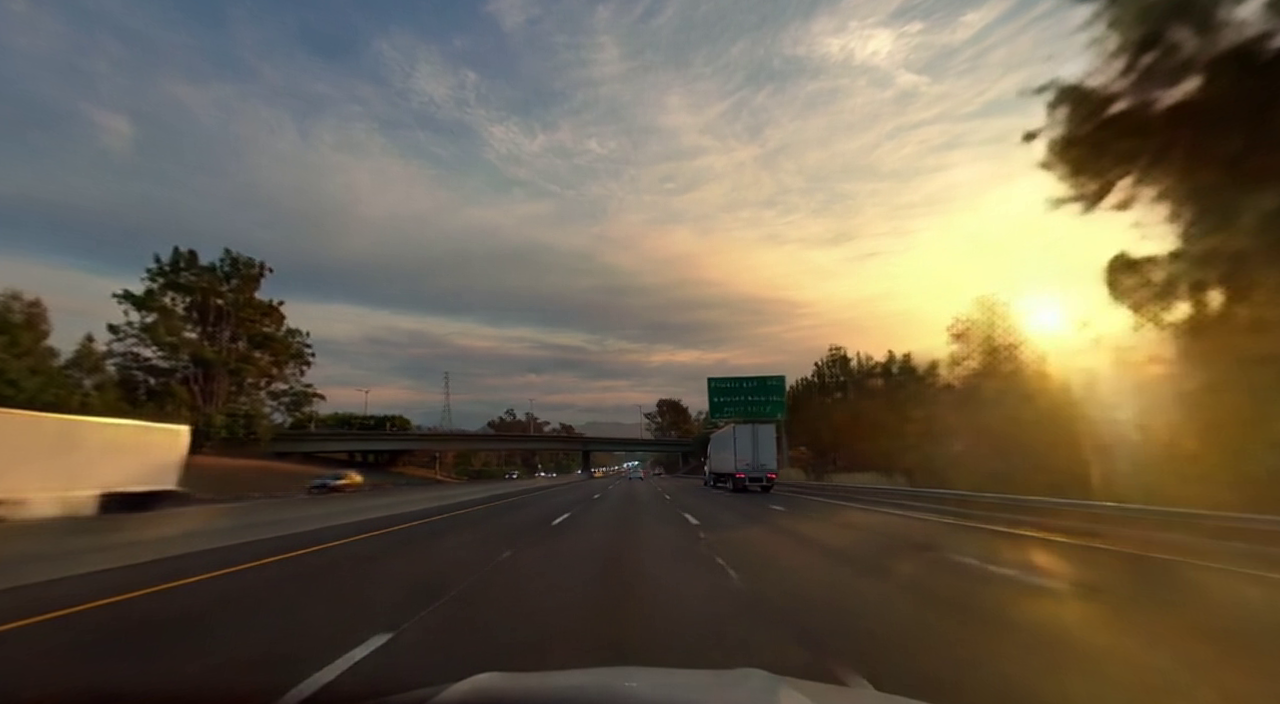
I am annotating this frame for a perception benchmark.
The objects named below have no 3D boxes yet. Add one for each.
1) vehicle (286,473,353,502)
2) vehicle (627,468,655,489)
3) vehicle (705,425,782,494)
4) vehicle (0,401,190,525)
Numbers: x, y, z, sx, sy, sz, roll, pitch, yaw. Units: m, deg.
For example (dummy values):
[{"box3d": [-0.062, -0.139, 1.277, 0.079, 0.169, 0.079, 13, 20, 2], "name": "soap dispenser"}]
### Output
[{"box3d": [-18.140, 7.695, 35.892, 1.725, 1.482, 3.913, 1, -10, 0], "name": "vehicle"}, {"box3d": [0.046, 9.262, 46.291, 2.029, 1.459, 3.684, 1, -10, -1], "name": "vehicle"}, {"box3d": [6.929, 7.716, 44.852, 2.926, 4.073, 13.836, 1, -10, -1], "name": "vehicle"}, {"box3d": [-22.529, 3.914, 22.157, 2.860, 4.023, 14.291, 1, -11, 0], "name": "vehicle"}]
